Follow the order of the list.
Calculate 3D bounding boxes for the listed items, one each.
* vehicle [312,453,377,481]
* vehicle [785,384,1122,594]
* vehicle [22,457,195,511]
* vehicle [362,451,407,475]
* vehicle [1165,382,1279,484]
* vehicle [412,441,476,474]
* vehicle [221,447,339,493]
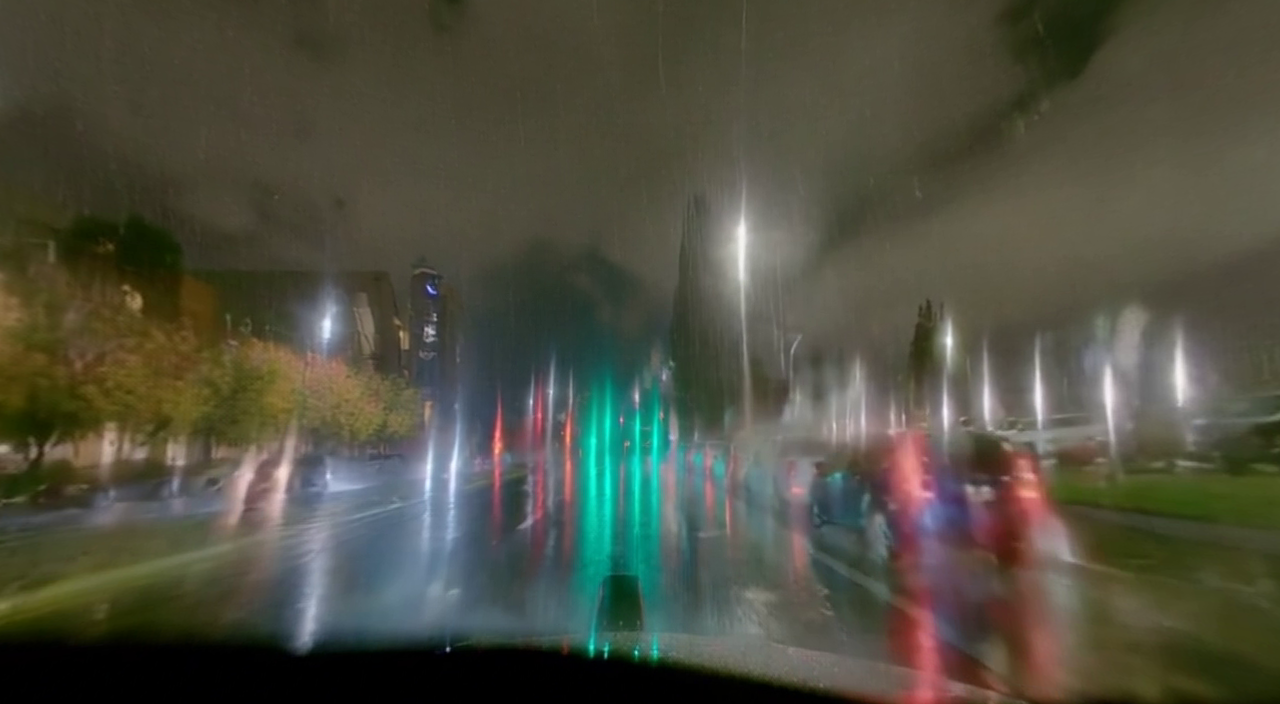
[{"bbox_3d":[-18.201,7.084,39.141,1.958,1.534,4.428,0,-8,-1],"label":"vehicle"},{"bbox_3d":[3.395,1.574,8.063,1.935,1.920,4.397,0,-8,-1],"label":"vehicle"},{"bbox_3d":[-17.882,4.424,21.641,1.932,1.510,4.685,0,-8,-2],"label":"vehicle"},{"bbox_3d":[-18.231,7.910,45.185,1.760,1.566,3.664,0,-8,-2],"label":"vehicle"},{"bbox_3d":[15.157,1.977,15.160,5.586,2.094,2.297,6,-8,-33],"label":"vehicle"},{"bbox_3d":[-11.363,6.141,37.055,2.127,1.752,4.889,0,-8,1],"label":"vehicle"},{"bbox_3d":[-14.537,4.738,25.861,2.150,1.700,4.442,0,-8,0],"label":"vehicle"}]
